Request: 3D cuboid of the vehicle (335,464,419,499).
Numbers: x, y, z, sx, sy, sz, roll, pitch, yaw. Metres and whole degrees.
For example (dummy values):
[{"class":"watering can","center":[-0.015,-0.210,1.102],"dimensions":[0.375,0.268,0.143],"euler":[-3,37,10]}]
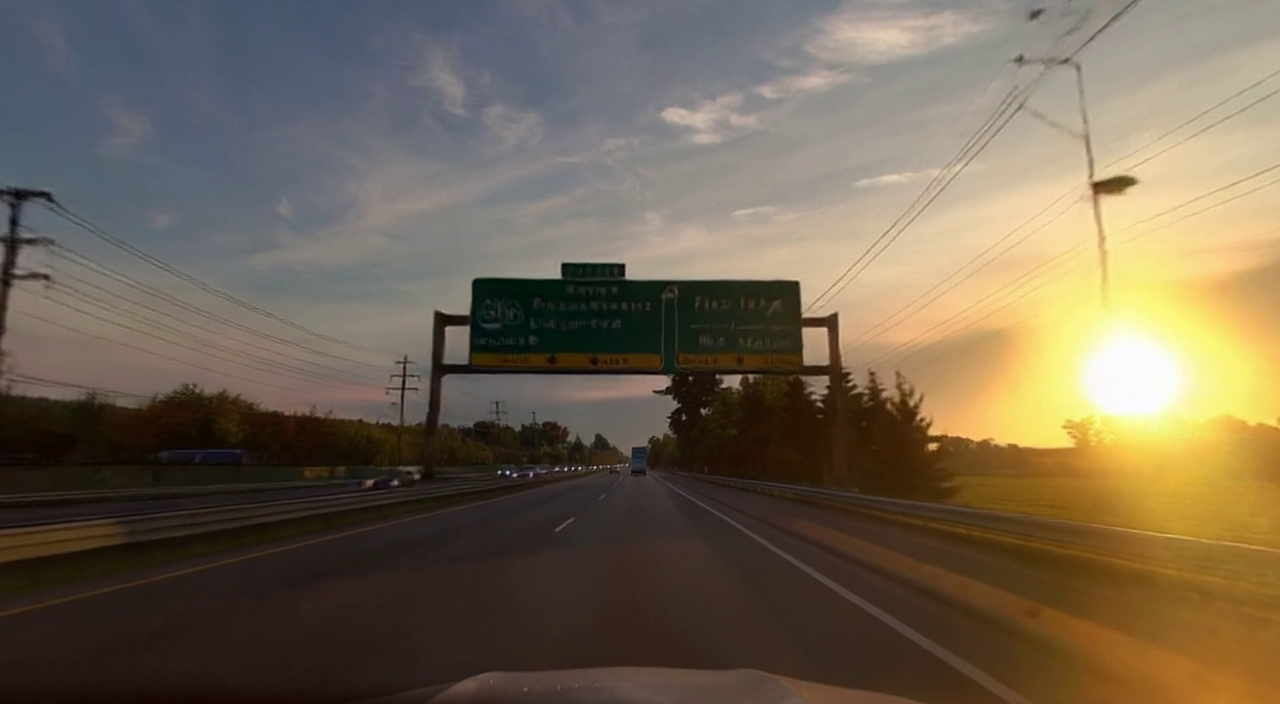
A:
[{"class":"vehicle","center":[-12.078,5.968,29.290],"dimensions":[1.865,1.450,4.555],"euler":[1,-10,0]}]
